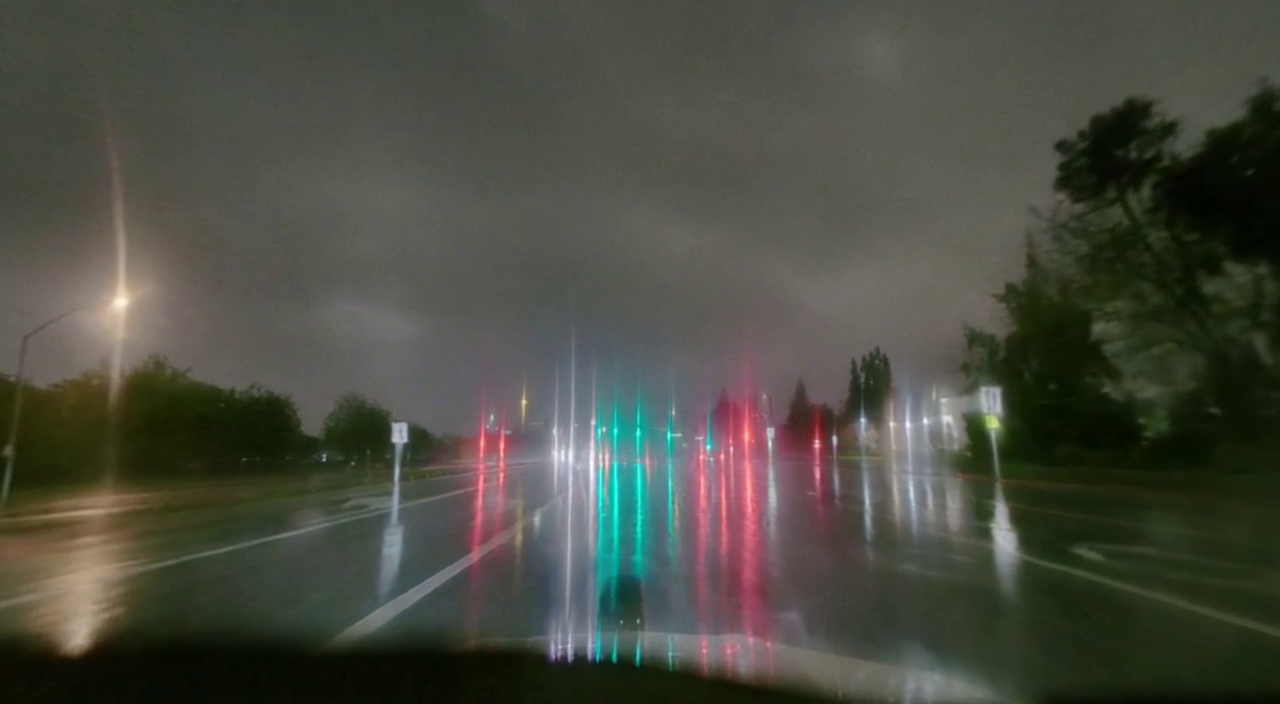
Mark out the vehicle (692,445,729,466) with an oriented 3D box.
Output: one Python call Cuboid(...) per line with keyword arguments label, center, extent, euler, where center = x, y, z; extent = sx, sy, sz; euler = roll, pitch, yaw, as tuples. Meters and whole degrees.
Cuboid(label="vehicle", center=(5.312, 7.913, 48.388), extent=(2.187, 1.475, 4.529), euler=(0, -9, -2))
